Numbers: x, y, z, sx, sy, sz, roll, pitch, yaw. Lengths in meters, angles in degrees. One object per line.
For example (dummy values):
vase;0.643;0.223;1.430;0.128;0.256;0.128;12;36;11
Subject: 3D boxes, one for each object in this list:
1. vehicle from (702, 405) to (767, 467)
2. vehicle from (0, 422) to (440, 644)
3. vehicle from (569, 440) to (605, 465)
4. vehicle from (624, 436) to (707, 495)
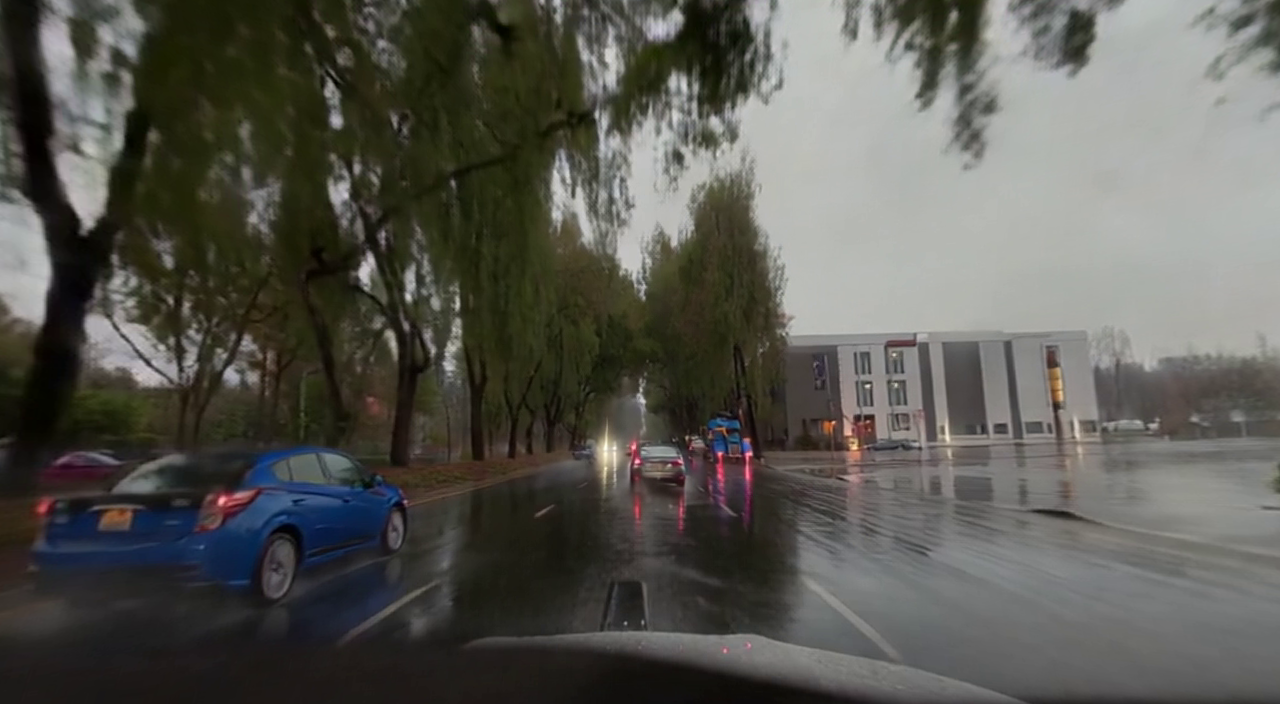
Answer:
vehicle;6.132;5.777;42.863;2.867;3.600;11.047;-1;-8;1
vehicle;-3.975;1.599;6.790;2.003;1.507;4.808;0;-8;1
vehicle;-3.640;7.044;44.133;2.062;1.641;4.193;0;-8;1
vehicle;0.629;3.182;18.044;2.086;1.466;4.026;0;-8;-1
